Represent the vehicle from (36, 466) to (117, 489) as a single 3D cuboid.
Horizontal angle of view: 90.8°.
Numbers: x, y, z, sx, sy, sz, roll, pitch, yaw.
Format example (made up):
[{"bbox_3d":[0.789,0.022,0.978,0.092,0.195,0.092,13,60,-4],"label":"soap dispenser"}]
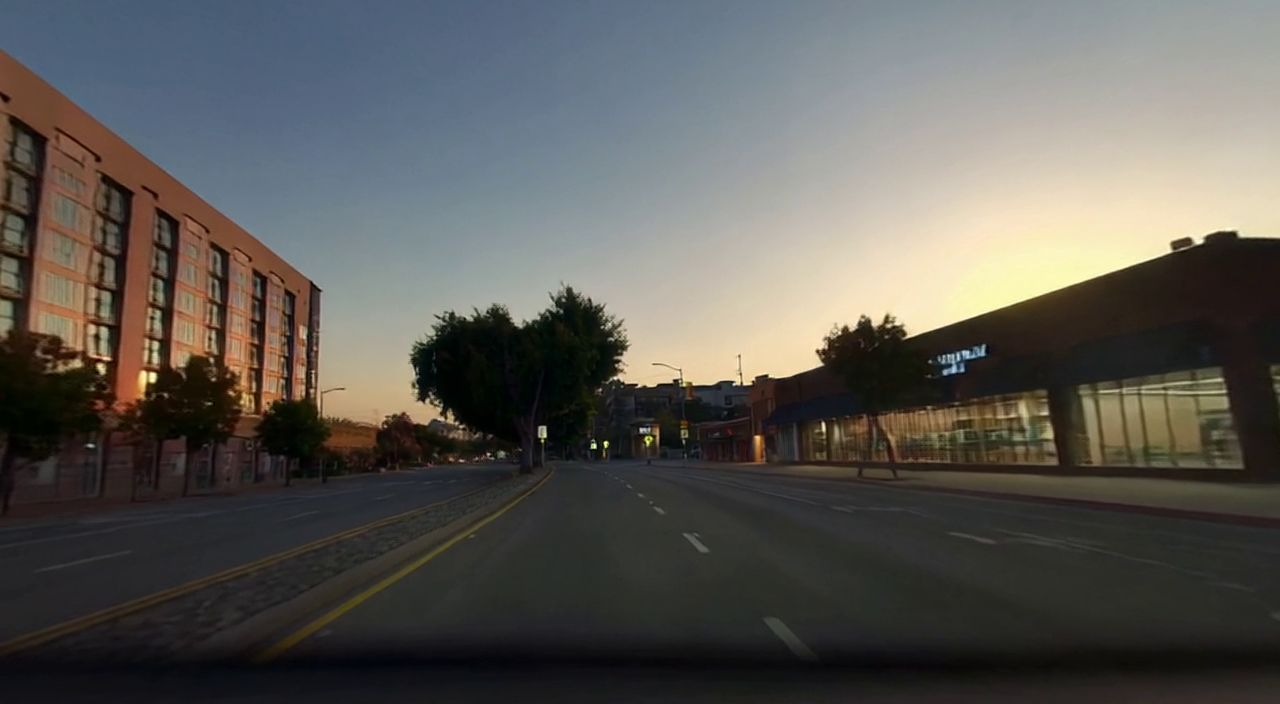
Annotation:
[{"bbox_3d":[-41.373,9.172,46.467,3.994,1.491,1.730,4,-9,-26],"label":"vehicle"}]
